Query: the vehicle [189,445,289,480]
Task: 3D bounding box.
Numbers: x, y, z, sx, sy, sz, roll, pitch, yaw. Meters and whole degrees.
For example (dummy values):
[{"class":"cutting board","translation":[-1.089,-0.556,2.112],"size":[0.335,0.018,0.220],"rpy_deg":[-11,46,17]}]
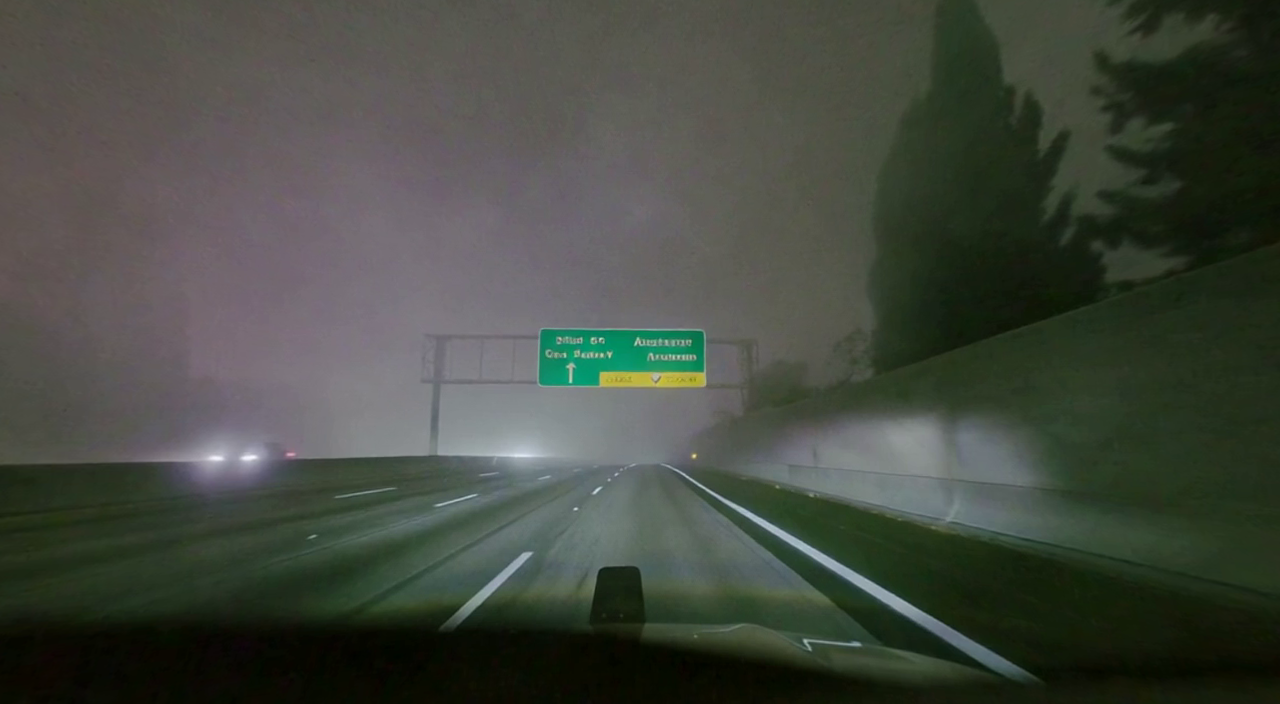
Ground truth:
[{"class":"vehicle","translation":[-18.473,5.086,29.259],"size":[1.886,1.493,4.093],"rpy_deg":[0,-9,1]}]
